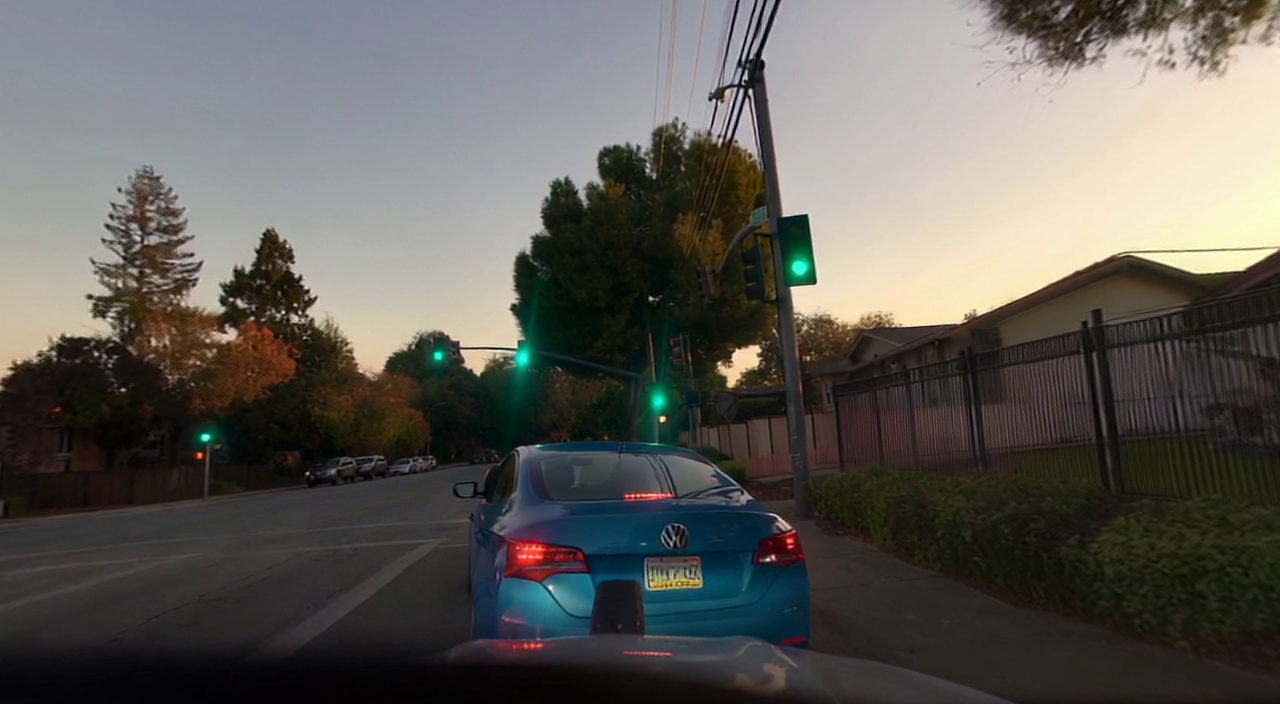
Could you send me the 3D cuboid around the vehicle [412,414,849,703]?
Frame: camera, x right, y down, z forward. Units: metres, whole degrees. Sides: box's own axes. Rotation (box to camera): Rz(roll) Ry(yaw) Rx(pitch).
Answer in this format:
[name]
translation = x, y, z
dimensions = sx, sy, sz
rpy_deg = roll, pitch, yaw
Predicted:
[vehicle]
translation = -0.197, 1.322, 4.822
dimensions = 2.024, 1.502, 3.702
rpy_deg = 1, -8, -6
